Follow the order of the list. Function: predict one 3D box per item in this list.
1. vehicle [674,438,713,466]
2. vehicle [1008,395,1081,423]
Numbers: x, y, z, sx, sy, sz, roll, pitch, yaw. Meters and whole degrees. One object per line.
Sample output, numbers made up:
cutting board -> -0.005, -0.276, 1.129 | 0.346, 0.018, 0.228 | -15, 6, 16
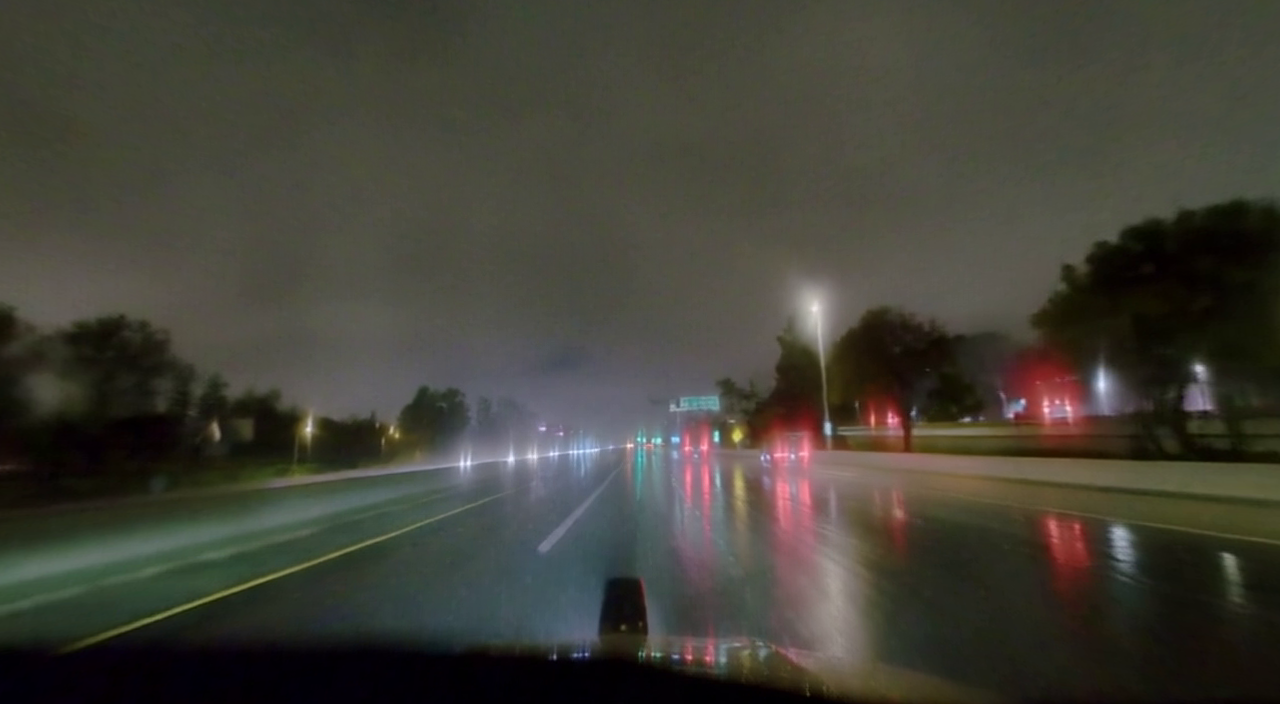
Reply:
vehicle -> 3.471, 6.606, 41.759 | 2.099, 1.748, 4.331 | 0, -8, -2
vehicle -> 25.722, 3.671, 40.253 | 1.887, 1.537, 3.996 | 0, -8, -1
